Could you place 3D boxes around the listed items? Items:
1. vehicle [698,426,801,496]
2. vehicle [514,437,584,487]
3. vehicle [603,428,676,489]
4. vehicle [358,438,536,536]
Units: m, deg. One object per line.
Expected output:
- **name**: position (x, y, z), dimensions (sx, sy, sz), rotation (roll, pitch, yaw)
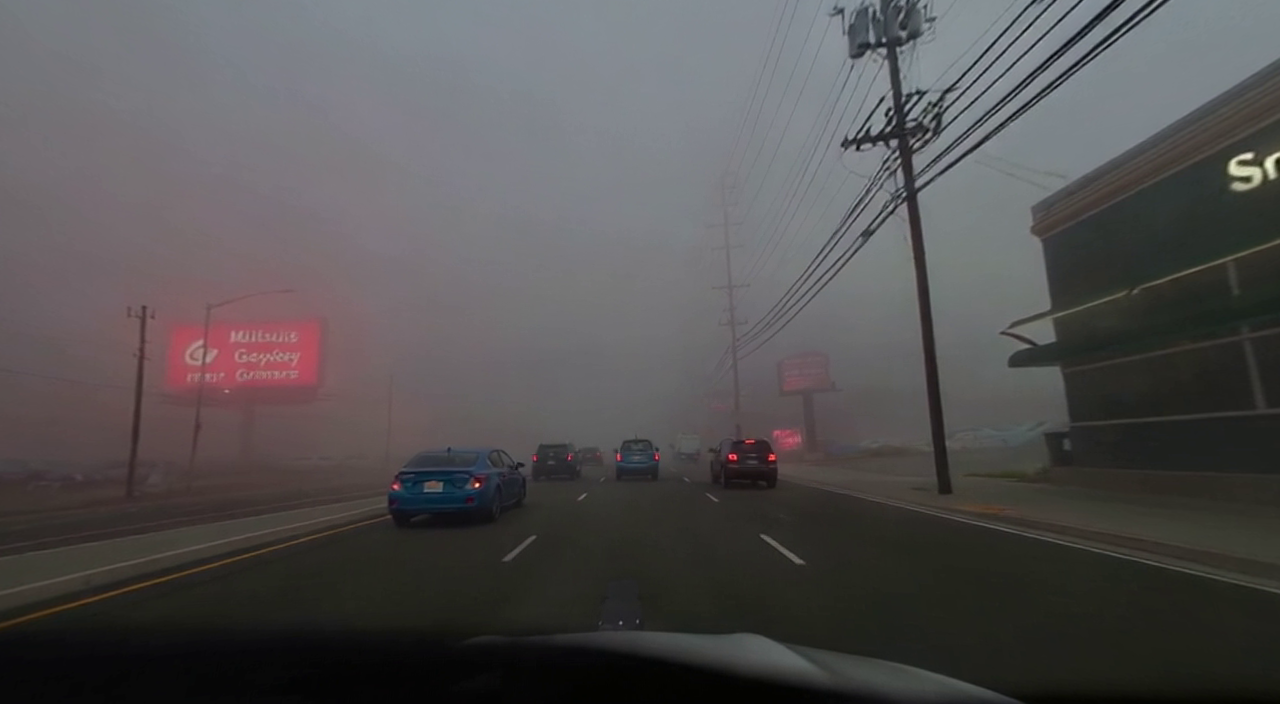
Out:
- **vehicle**: position (3.279, 3.384, 20.064), dimensions (2.282, 1.897, 4.915), rotation (0, -8, -1)
- **vehicle**: position (-3.279, 4.044, 23.605), dimensions (2.051, 1.671, 3.861), rotation (0, -8, 0)
- **vehicle**: position (-0.041, 3.737, 22.511), dimensions (2.326, 1.925, 4.253), rotation (0, -8, 0)
- **vehicle**: position (-3.384, 2.431, 12.152), dimensions (2.022, 1.498, 4.471), rotation (0, -8, 0)
